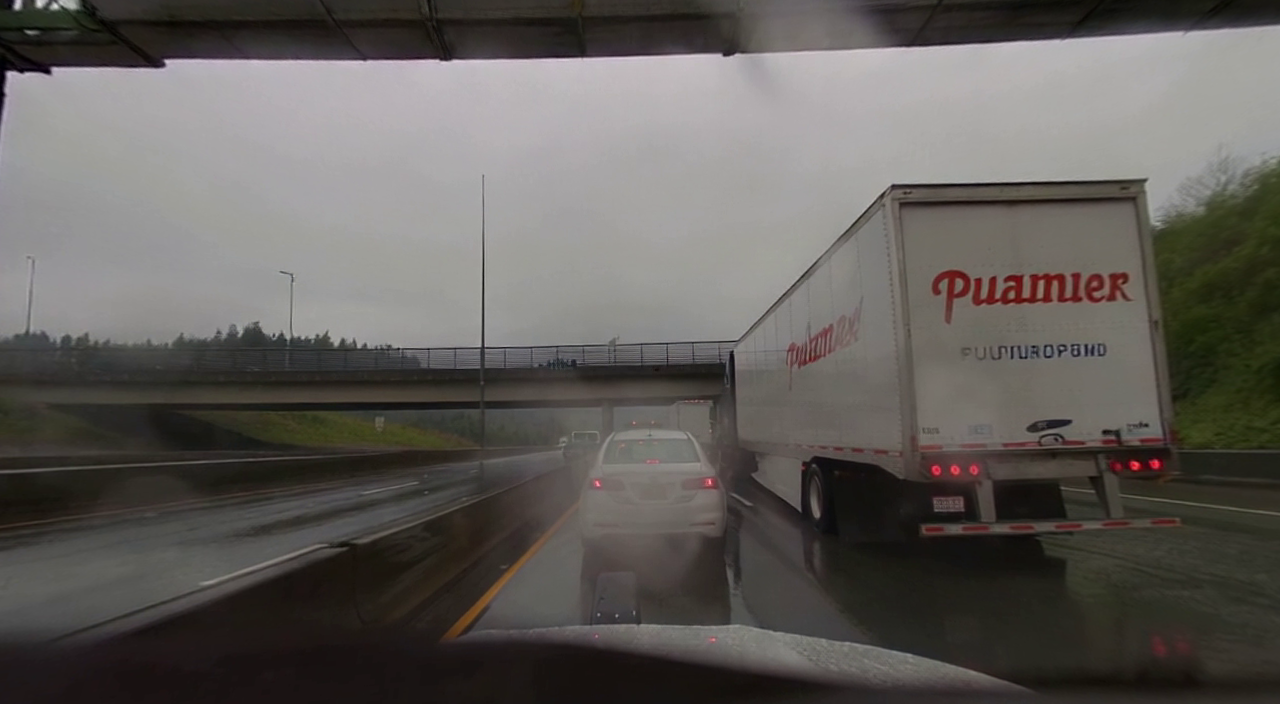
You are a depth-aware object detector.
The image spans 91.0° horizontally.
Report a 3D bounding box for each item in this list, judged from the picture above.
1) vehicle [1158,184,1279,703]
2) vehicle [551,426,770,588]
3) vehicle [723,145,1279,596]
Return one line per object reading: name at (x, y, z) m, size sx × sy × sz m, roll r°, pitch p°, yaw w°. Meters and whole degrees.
vehicle at (4.741, 0.077, 0.439) m, size 2.892 × 2.615 × 6.650 m, roll 0°, pitch -8°, yaw -2°
vehicle at (0.180, 1.715, 7.775) m, size 2.045 × 1.490 × 3.597 m, roll -1°, pitch -8°, yaw 0°
vehicle at (4.219, 1.062, 12.776) m, size 2.827 × 4.081 × 14.305 m, roll 0°, pitch -8°, yaw -1°
